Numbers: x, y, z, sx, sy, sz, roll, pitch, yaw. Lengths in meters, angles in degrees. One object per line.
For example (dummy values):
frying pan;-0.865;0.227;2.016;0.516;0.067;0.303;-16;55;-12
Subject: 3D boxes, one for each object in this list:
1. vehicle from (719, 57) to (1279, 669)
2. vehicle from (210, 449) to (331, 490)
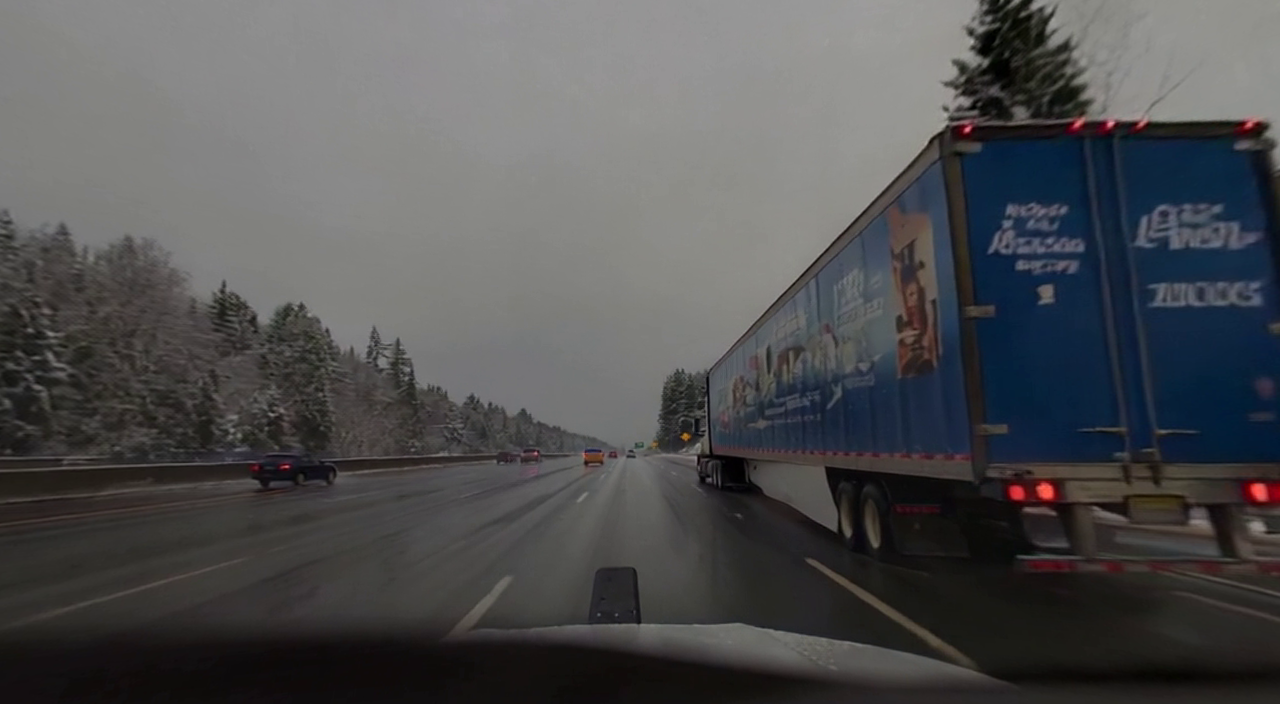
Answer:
vehicle;4.201;1.112;11.904;3.140;4.100;15.551;0;-9;-1
vehicle;-14.635;4.654;25.407;1.982;1.471;4.747;0;-9;0
